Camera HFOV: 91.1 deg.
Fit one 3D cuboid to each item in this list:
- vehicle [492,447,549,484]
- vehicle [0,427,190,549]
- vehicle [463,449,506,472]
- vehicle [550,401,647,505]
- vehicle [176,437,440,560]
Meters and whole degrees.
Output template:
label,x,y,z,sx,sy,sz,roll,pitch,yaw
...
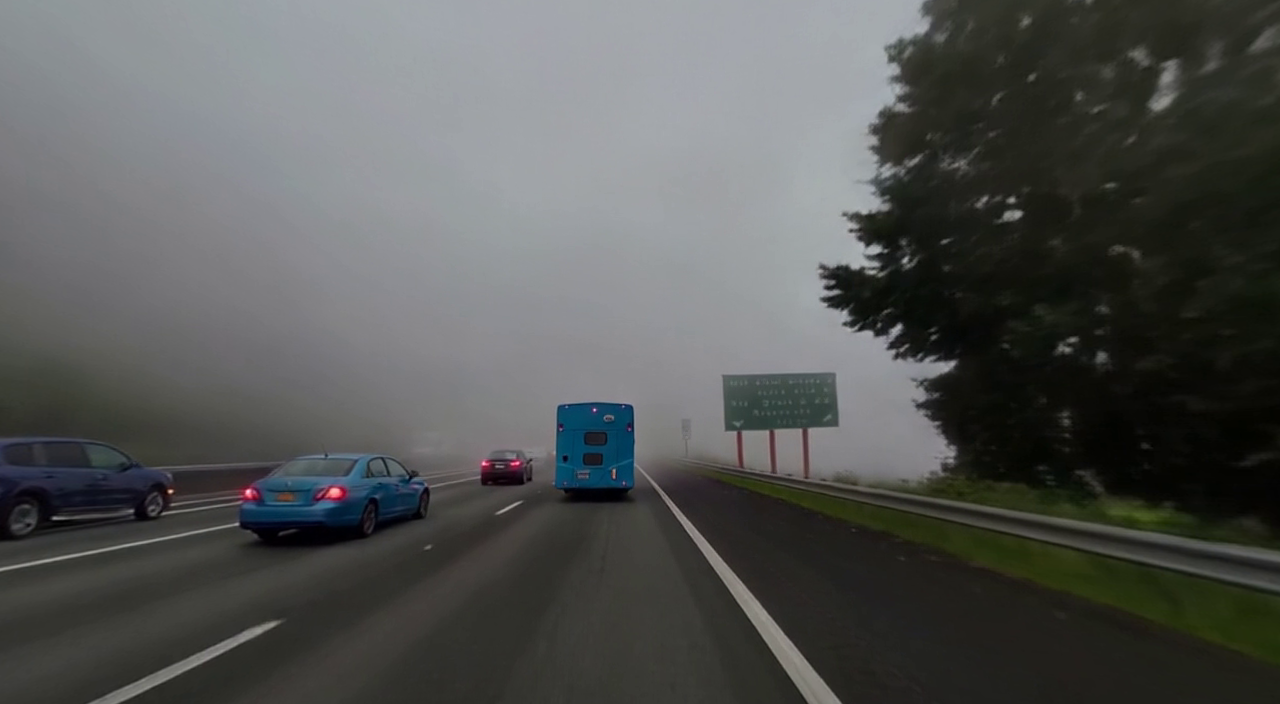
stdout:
label,x,y,z,sx,sy,sz,roll,pitch,yaw
vehicle,-5.152,4.922,27.602,1.872,1.480,3.545,0,-9,-1
vehicle,-9.682,2.067,9.924,2.010,1.621,4.252,0,-9,-1
vehicle,-10.339,7.229,42.160,1.886,1.462,4.084,0,-9,-1
vehicle,-1.105,2.899,18.294,2.394,2.556,5.232,0,-9,-2
vehicle,-4.658,2.083,9.660,1.876,1.438,4.072,0,-9,-1
